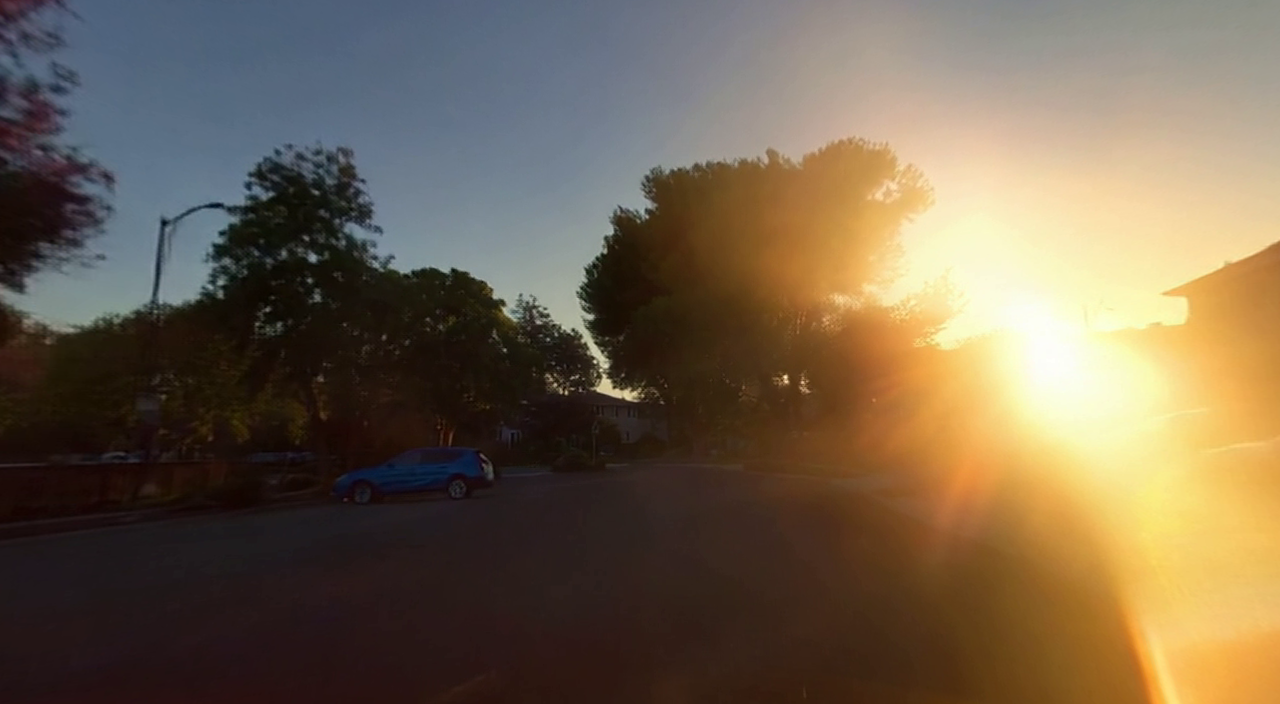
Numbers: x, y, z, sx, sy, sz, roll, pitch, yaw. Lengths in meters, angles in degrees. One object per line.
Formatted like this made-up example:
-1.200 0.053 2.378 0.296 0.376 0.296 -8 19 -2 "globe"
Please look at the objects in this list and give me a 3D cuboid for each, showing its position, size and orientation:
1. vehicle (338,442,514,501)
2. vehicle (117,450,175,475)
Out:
-6.459 3.626 19.403 4.692 1.660 1.879 -1 -9 5 "vehicle"
-31.950 7.068 40.791 4.764 1.487 2.002 -8 -12 42 "vehicle"
